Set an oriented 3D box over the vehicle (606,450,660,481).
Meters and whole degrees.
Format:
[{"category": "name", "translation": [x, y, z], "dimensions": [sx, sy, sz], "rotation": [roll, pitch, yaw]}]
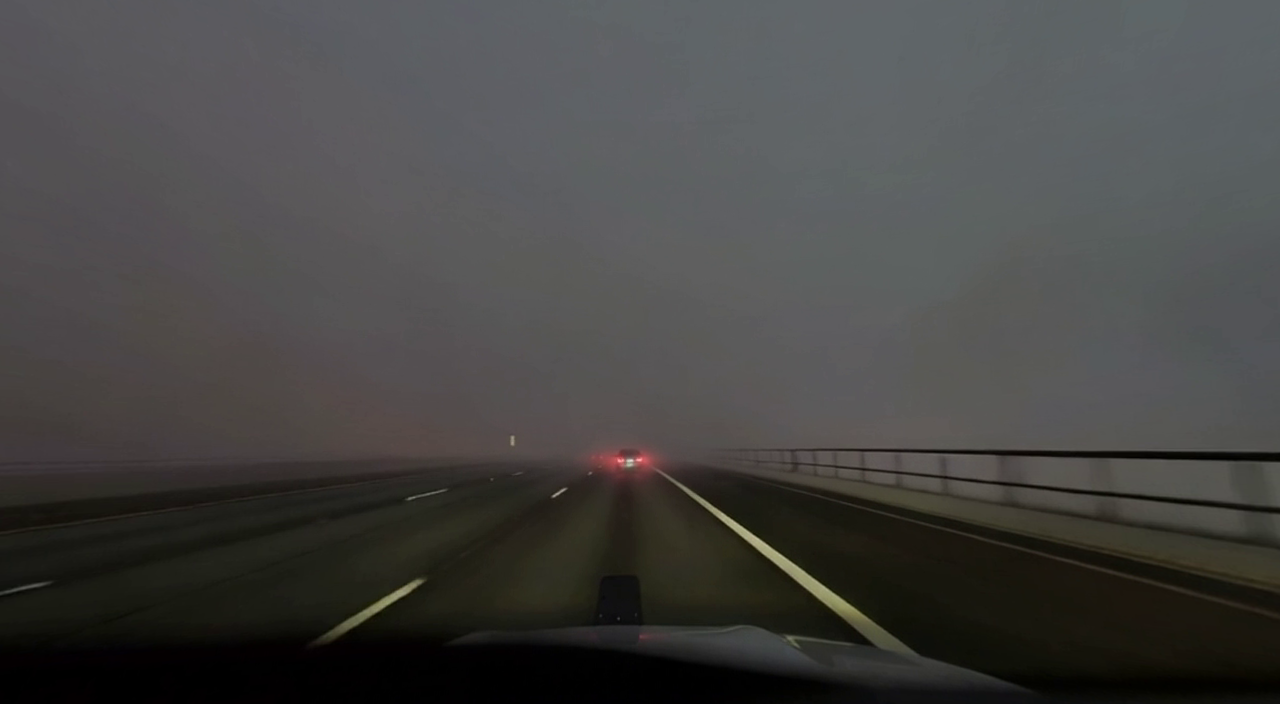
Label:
[{"category": "vehicle", "translation": [-0.388, 5.455, 30.434], "dimensions": [2.398, 1.336, 5.698], "rotation": [0, -9, -2]}]
